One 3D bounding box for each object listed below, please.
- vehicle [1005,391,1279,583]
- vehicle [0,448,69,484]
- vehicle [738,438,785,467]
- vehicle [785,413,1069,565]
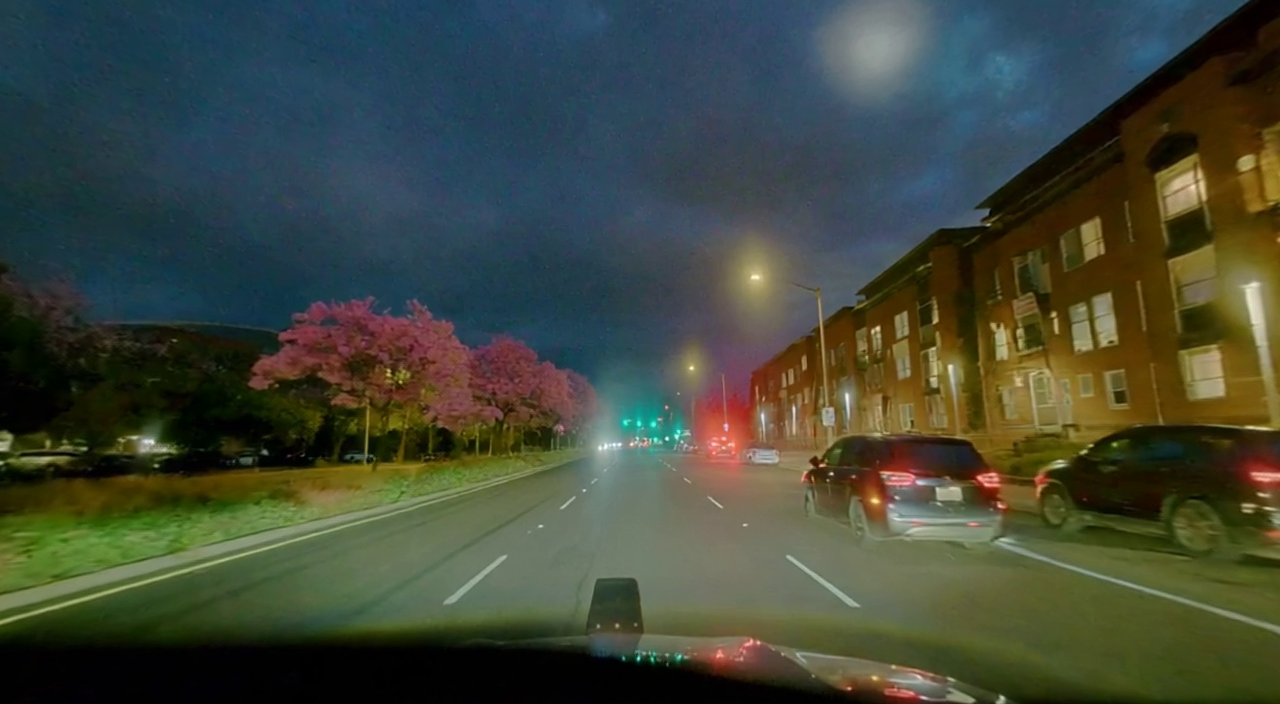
[{"bbox_3d":[7.221,1.601,8.147,2.118,1.817,4.858,0,-8,1],"label":"vehicle"},{"bbox_3d":[-34.436,6.128,34.074,5.150,1.807,2.283,-1,-8,5],"label":"vehicle"},{"bbox_3d":[7.263,6.038,38.199,1.940,1.647,4.309,0,-8,-1],"label":"vehicle"},{"bbox_3d":[3.528,1.770,8.912,1.984,1.580,4.413,0,-8,1],"label":"vehicle"}]
